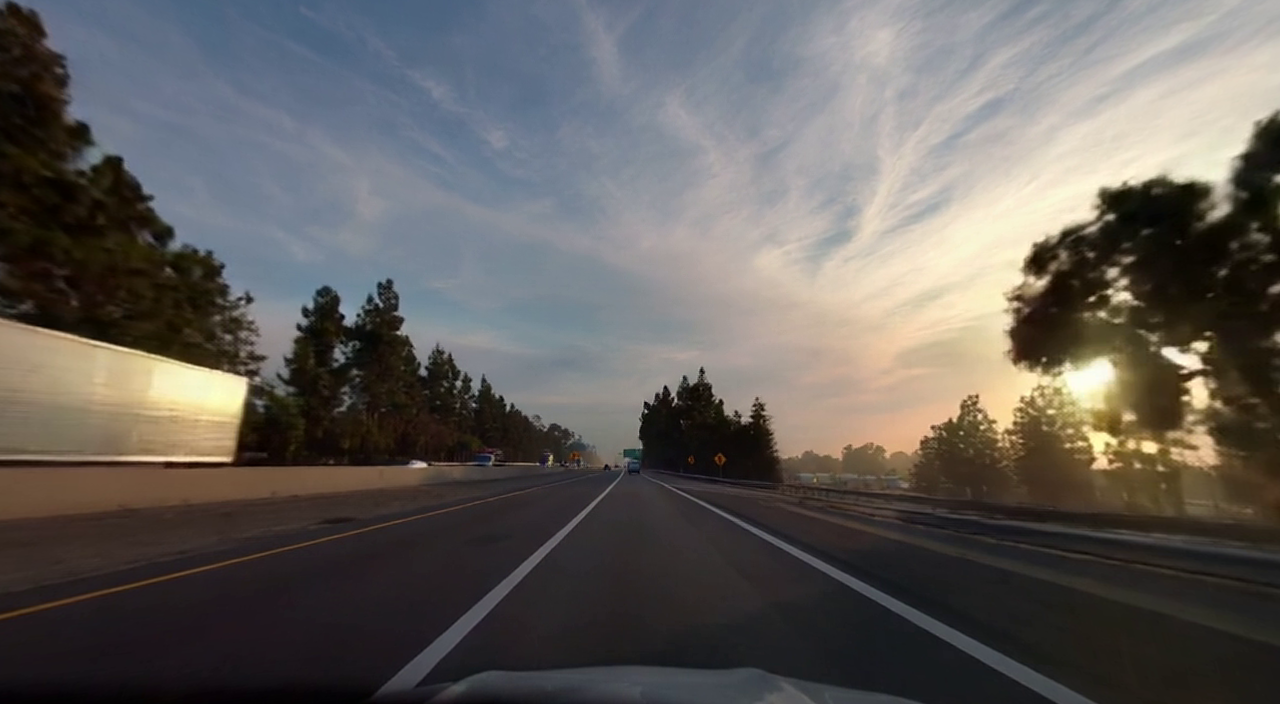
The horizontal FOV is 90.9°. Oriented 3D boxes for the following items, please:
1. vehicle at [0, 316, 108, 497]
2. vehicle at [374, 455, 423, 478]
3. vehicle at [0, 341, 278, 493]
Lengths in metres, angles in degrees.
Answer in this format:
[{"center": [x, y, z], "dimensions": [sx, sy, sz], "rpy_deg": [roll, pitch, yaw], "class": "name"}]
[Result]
[{"center": [-15.807, 0.730, 11.543], "dimensions": [2.974, 3.982, 10.261], "rpy_deg": [1, -10, 0], "class": "vehicle"}, {"center": [-16.492, 7.874, 43.243], "dimensions": [1.780, 1.458, 3.948], "rpy_deg": [1, -10, 0], "class": "vehicle"}, {"center": [-16.005, 2.435, 20.846], "dimensions": [2.919, 4.001, 8.297], "rpy_deg": [1, -10, 0], "class": "vehicle"}]
